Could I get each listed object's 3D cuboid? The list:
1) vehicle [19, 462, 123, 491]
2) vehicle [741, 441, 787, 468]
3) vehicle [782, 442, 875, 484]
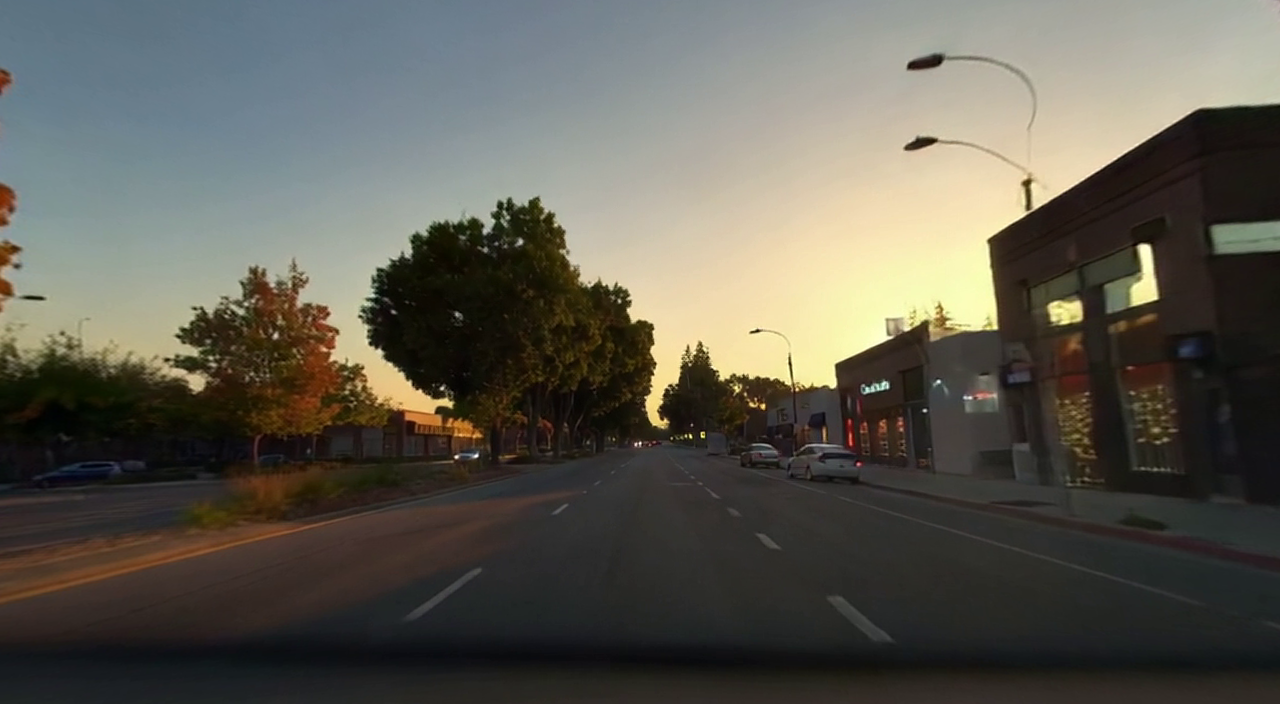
[{"bbox_3d":[-35.085,7.659,38.944,4.405,1.458,1.990,-2,-9,-4],"label":"vehicle"},{"bbox_3d":[7.394,6.157,38.070,1.923,1.498,4.676,1,-8,1],"label":"vehicle"},{"bbox_3d":[7.175,4.252,24.615,2.119,1.458,4.965,1,-8,0],"label":"vehicle"}]
